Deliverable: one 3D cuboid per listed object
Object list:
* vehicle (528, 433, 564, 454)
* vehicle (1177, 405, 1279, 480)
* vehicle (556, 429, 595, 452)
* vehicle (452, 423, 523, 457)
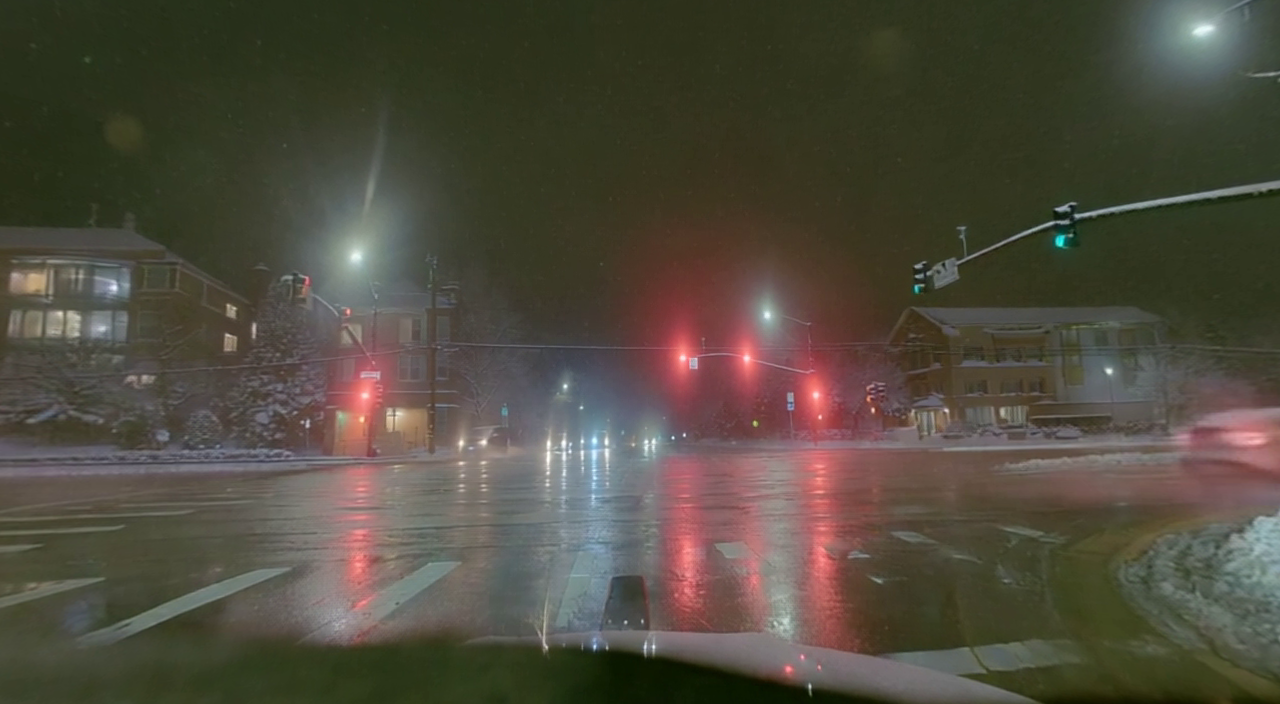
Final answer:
[{"bbox_3d":[-7.303,7.164,49.269,2.054,1.536,3.927,0,-9,3],"label":"vehicle"},{"bbox_3d":[16.141,2.137,14.915,5.300,1.584,2.142,1,-9,-9],"label":"vehicle"},{"bbox_3d":[-4.421,6.175,43.776,1.919,1.467,4.086,-1,-9,5],"label":"vehicle"},{"bbox_3d":[-8.996,5.272,37.713,2.000,1.864,5.044,-2,-9,13],"label":"vehicle"}]
